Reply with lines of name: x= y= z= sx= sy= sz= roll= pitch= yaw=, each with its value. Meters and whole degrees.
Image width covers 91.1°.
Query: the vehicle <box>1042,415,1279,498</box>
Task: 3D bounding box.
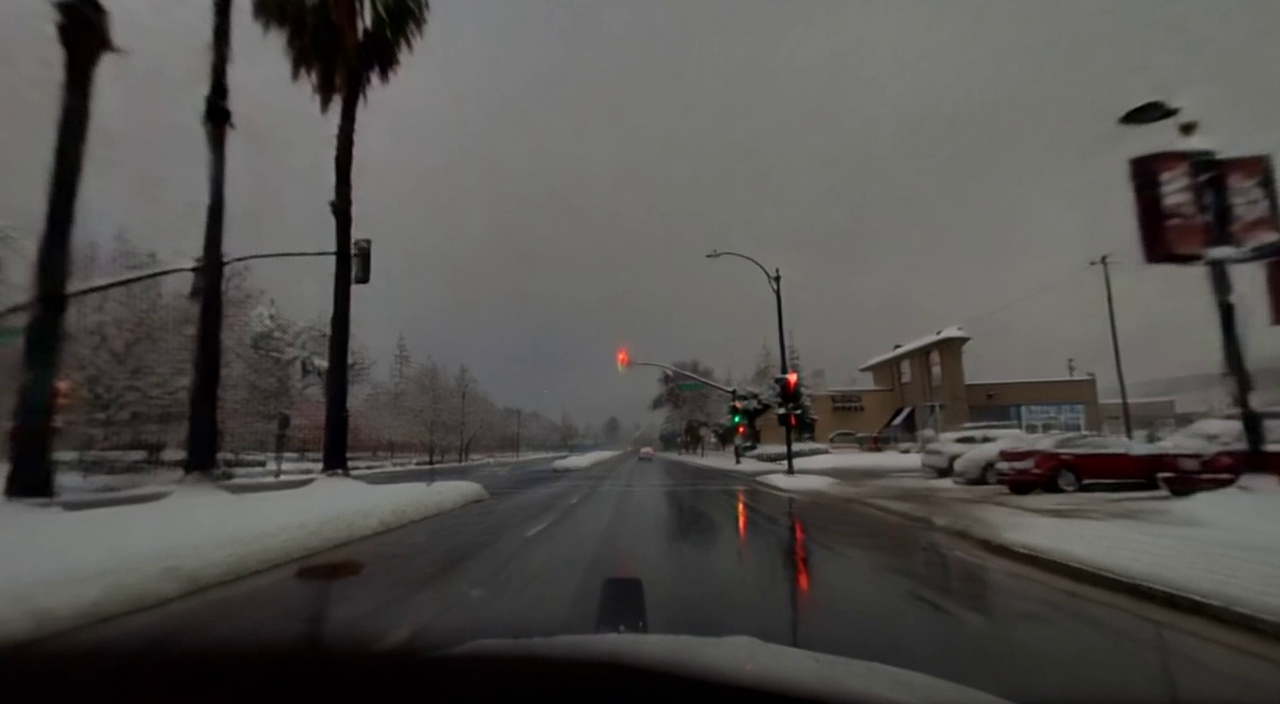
vehicle: x=11.540 y=2.264 z=13.691 sx=4.273 sy=1.628 sz=1.865 roll=0 pitch=-10 yaw=-4
